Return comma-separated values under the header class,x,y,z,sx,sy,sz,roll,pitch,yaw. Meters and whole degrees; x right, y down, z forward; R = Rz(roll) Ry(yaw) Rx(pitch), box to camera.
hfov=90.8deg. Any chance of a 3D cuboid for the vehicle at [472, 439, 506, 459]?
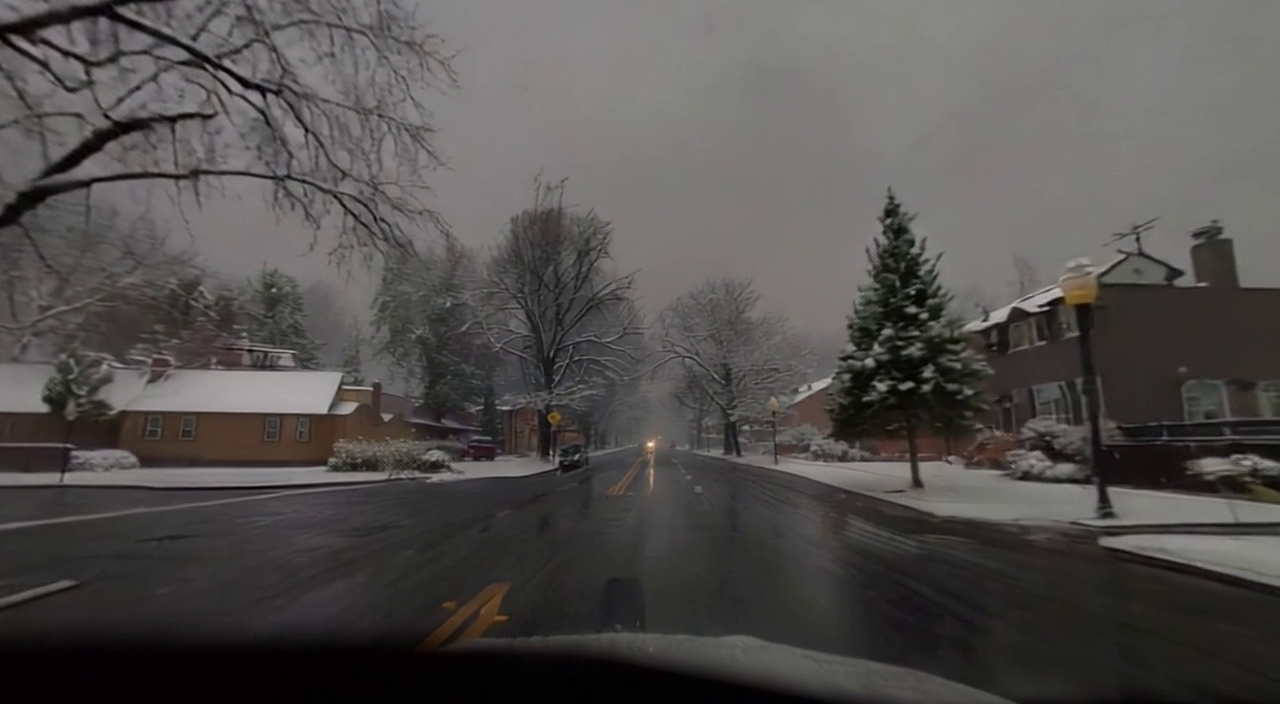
class,x,y,z,sx,sy,sz,roll,pitch,yaw
vehicle,-11.422,7.357,47.939,1.821,1.507,3.621,0,-9,-3
